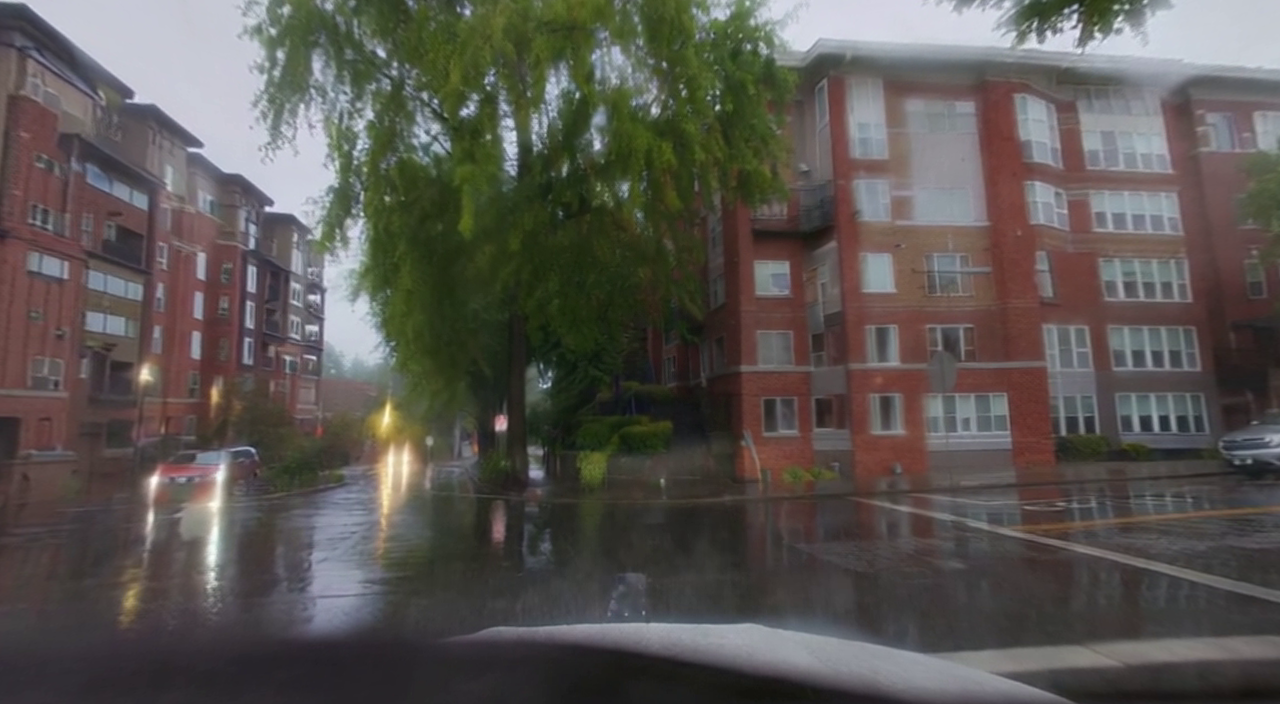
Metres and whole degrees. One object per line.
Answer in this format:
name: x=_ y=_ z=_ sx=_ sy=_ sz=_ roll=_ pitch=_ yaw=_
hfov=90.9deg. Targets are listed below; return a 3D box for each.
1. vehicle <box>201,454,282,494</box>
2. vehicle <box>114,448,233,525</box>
vehicle: x=-17.203 y=5.243 z=27.442 sx=1.941 sy=1.442 sz=4.384 roll=1 pitch=-8 yaw=-18
vehicle: x=-11.435 y=3.172 z=15.570 sx=2.027 sy=1.475 sz=4.522 roll=3 pitch=-9 yaw=-36
